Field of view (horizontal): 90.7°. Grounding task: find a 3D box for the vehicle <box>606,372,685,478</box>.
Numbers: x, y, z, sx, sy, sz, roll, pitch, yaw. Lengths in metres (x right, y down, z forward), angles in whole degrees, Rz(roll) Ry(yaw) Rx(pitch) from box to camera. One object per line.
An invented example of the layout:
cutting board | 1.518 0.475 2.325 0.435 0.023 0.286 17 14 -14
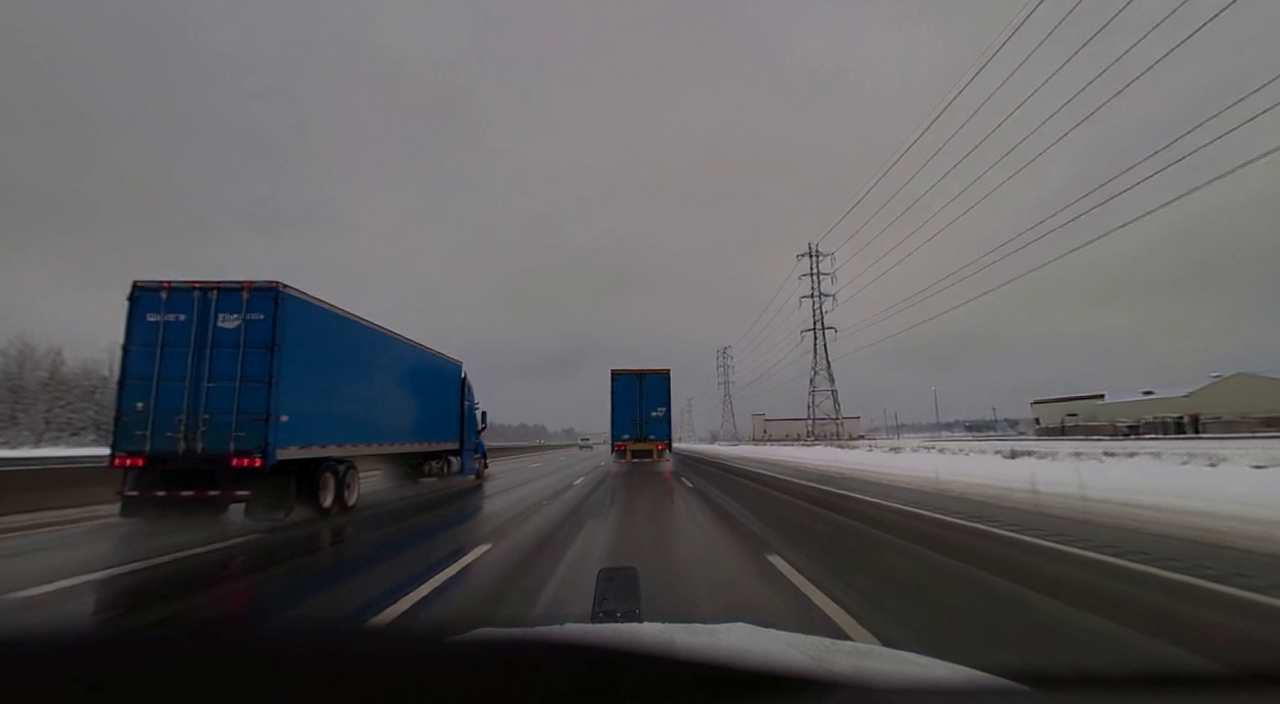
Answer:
vehicle | 0.120 3.407 28.247 2.858 3.847 10.034 0 -8 -1

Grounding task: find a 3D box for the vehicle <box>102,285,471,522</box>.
vehicle | -7.371 1.620 16.192 2.937 3.981 11.119 -1 -8 0
